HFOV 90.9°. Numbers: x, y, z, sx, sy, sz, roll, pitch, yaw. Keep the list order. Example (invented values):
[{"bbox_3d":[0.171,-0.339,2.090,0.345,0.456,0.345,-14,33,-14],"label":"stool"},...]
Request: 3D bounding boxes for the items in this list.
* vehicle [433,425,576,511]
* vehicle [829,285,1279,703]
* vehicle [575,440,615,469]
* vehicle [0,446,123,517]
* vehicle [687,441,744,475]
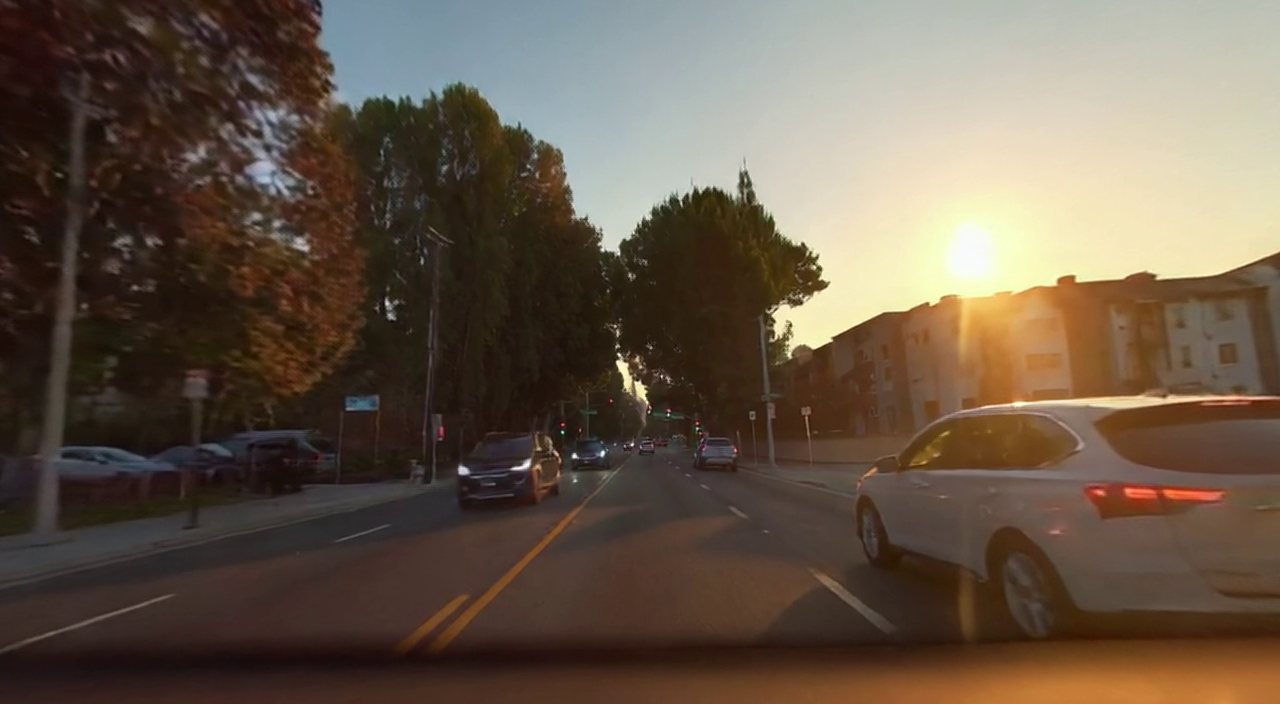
[{"bbox_3d":[-3.338,3.038,17.253,2.304,1.886,6.516,0,-8,2],"label":"vehicle"},{"bbox_3d":[3.277,1.068,4.544,2.251,1.861,5.144,0,-8,0],"label":"vehicle"},{"bbox_3d":[-2.657,6.214,38.476,2.109,1.681,4.417,0,-8,0],"label":"vehicle"},{"bbox_3d":[-14.489,2.865,14.075,4.318,1.483,1.994,8,-11,-42],"label":"vehicle"},{"bbox_3d":[3.468,4.977,29.919,2.072,1.471,4.834,0,-8,-1],"label":"vehicle"}]
